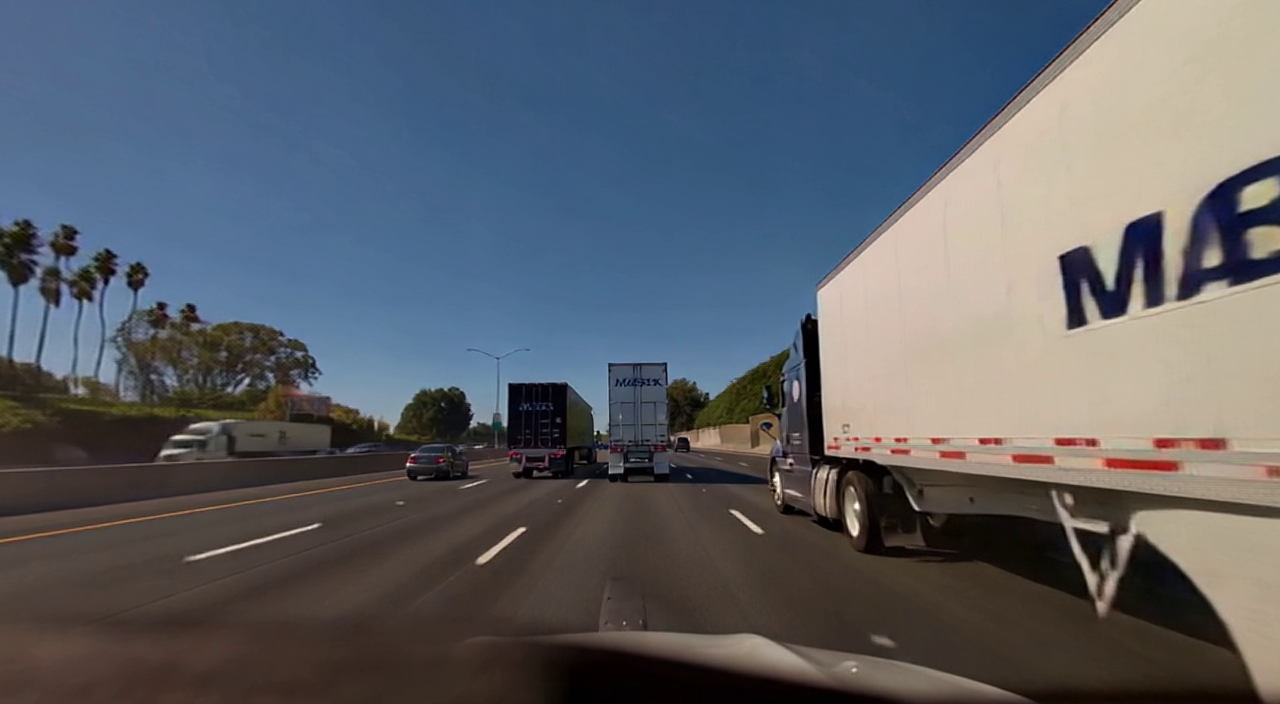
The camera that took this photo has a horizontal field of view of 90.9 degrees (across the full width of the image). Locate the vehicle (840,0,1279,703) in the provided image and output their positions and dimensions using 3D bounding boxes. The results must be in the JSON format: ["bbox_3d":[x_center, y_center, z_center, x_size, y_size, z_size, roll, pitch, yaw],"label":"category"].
[{"bbox_3d":[4.278,-0.382,1.783,2.887,4.178,14.553,0,-8,1],"label":"vehicle"}]

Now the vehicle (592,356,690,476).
[{"bbox_3d":[0.056,3.456,29.385,3.097,3.856,18.209,-1,-9,0],"label":"vehicle"}]

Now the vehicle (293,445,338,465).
[{"bbox_3d":[-24.331,7.718,47.359,1.495,1.363,3.346,-1,-8,1],"label":"vehicle"}]

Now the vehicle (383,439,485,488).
[{"bbox_3d":[-6.884,3.755,21.598,1.916,1.465,4.451,0,-8,1],"label":"vehicle"}]

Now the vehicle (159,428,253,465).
[{"bbox_3d":[-31.495,6.890,46.101,2.951,2.494,5.437,0,-8,0],"label":"vehicle"}]

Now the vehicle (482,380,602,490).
[{"bbox_3d":[-3.222,3.244,24.278,2.786,3.228,11.082,0,-8,0],"label":"vehicle"}]
